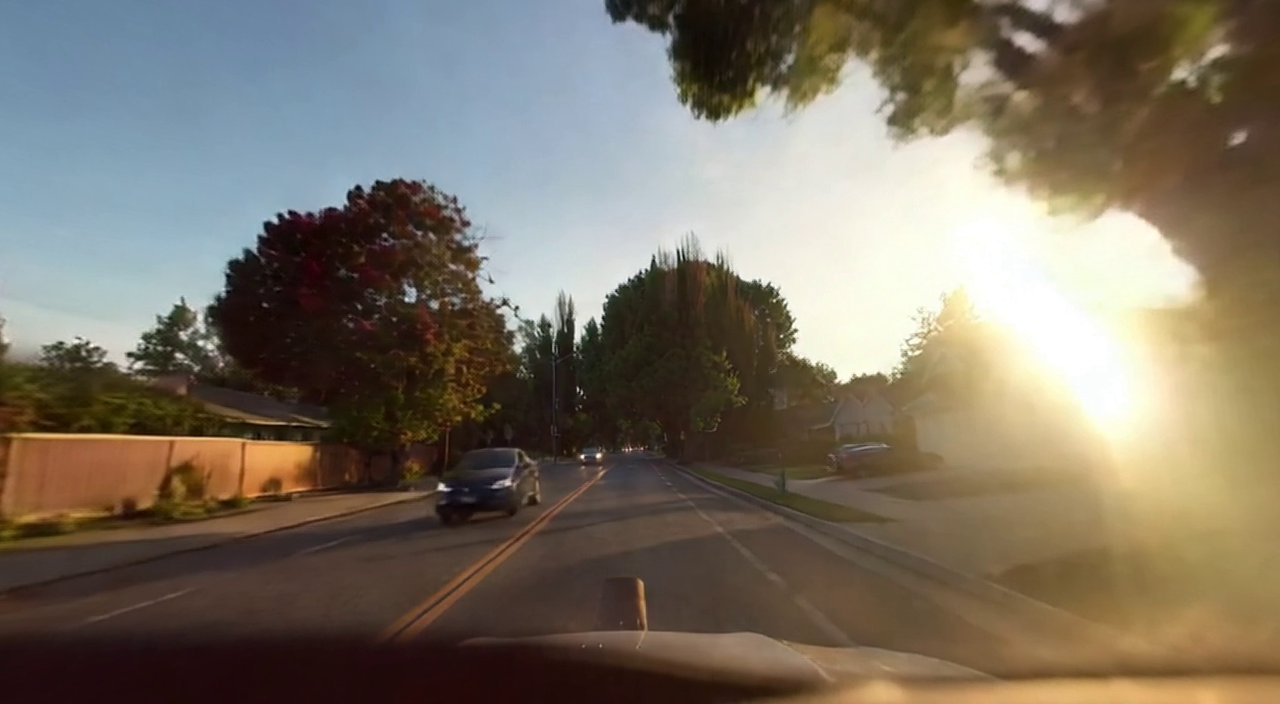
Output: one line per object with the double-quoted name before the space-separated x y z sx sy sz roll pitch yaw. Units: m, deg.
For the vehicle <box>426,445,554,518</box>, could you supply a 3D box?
"vehicle" -3.503 3.112 15.706 2.074 1.527 4.438 0 -9 0
